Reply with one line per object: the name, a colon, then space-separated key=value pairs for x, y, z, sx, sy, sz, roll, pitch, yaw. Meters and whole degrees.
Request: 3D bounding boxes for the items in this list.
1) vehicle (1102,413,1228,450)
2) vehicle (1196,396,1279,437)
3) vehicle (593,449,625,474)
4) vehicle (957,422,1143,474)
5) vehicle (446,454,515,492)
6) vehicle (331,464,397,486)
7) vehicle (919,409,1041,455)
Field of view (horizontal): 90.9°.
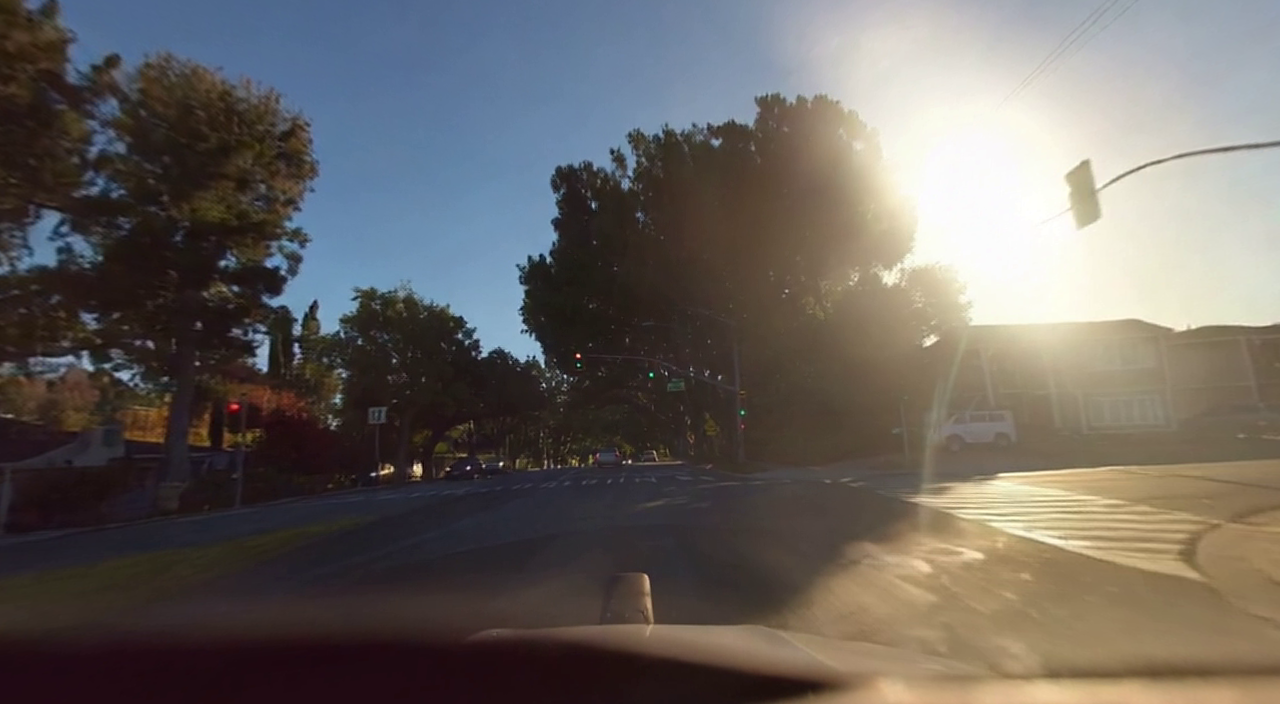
vehicle: x=25.705 y=3.874 z=31.121 sx=1.833 sy=1.486 sz=4.890 roll=-4 pitch=-5 yaw=-3
vehicle: x=32.079 y=3.428 z=32.858 sx=2.062 sy=1.859 sz=4.246 roll=0 pitch=-9 yaw=-2
vehicle: x=-2.314 y=8.183 z=47.411 sx=2.084 sy=1.701 sz=4.734 roll=-1 pitch=-9 yaw=1
vehicle: x=13.095 y=3.103 z=20.325 sx=4.665 sy=1.498 sz=1.866 roll=-1 pitch=-9 yaw=-3
vehicle: x=-7.541 y=5.737 z=30.284 sx=2.122 sy=1.602 sz=4.369 roll=-1 pitch=-9 yaw=1
vehicle: x=-19.455 y=8.647 z=44.506 sx=3.819 sy=1.403 sz=1.812 roll=-1 pitch=-9 yaw=-1
vehicle: x=16.574 y=3.956 z=30.941 sx=4.656 sy=2.065 sz=2.129 roll=-2 pitch=-9 yaw=2
